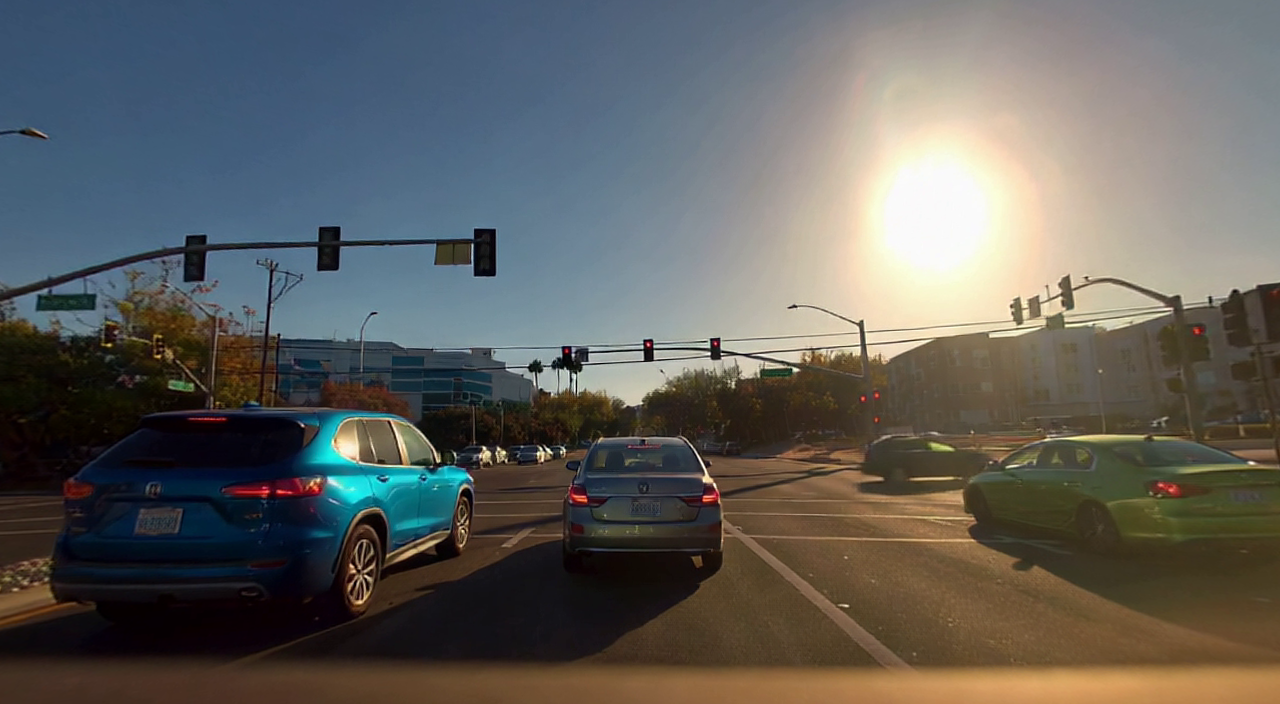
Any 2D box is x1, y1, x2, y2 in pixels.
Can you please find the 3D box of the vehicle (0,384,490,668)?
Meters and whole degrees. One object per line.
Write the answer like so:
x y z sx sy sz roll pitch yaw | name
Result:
-3.104 1.366 6.092 2.051 1.682 4.467 0 -8 2 | vehicle

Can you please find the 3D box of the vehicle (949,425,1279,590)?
6.093 1.760 8.093 1.970 1.489 4.482 0 -8 -1 | vehicle

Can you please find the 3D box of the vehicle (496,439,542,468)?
-7.963 6.701 42.002 2.130 1.810 4.450 -2 -8 1 | vehicle

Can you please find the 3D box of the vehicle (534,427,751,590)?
-0.007 1.701 7.732 1.942 1.445 3.973 0 -8 -1 | vehicle

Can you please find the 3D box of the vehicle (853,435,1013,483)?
10.497 3.862 22.925 4.742 1.605 2.117 0 -8 0 | vehicle
